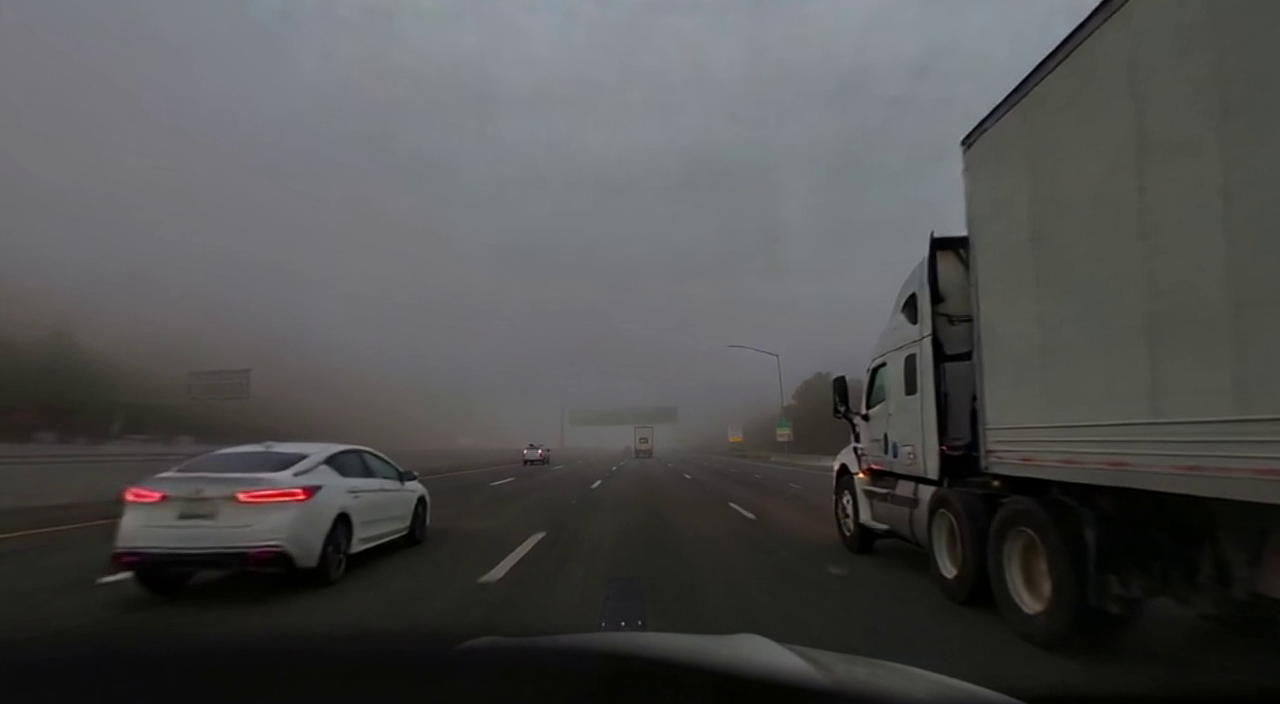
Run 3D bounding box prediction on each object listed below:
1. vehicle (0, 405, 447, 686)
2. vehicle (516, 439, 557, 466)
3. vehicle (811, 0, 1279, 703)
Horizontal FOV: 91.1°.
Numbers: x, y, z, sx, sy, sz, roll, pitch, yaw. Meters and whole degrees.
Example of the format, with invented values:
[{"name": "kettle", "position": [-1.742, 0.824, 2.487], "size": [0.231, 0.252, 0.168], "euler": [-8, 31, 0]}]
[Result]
[{"name": "vehicle", "position": [-3.728, 1.433, 5.984], "size": [2.143, 1.529, 4.918], "euler": [0, -9, 1]}, {"name": "vehicle", "position": [-6.890, 6.731, 42.233], "size": [1.980, 1.666, 4.562], "euler": [0, -9, 1]}, {"name": "vehicle", "position": [3.773, 0.091, 2.824], "size": [3.049, 3.395, 10.595], "euler": [0, -9, 0]}]
